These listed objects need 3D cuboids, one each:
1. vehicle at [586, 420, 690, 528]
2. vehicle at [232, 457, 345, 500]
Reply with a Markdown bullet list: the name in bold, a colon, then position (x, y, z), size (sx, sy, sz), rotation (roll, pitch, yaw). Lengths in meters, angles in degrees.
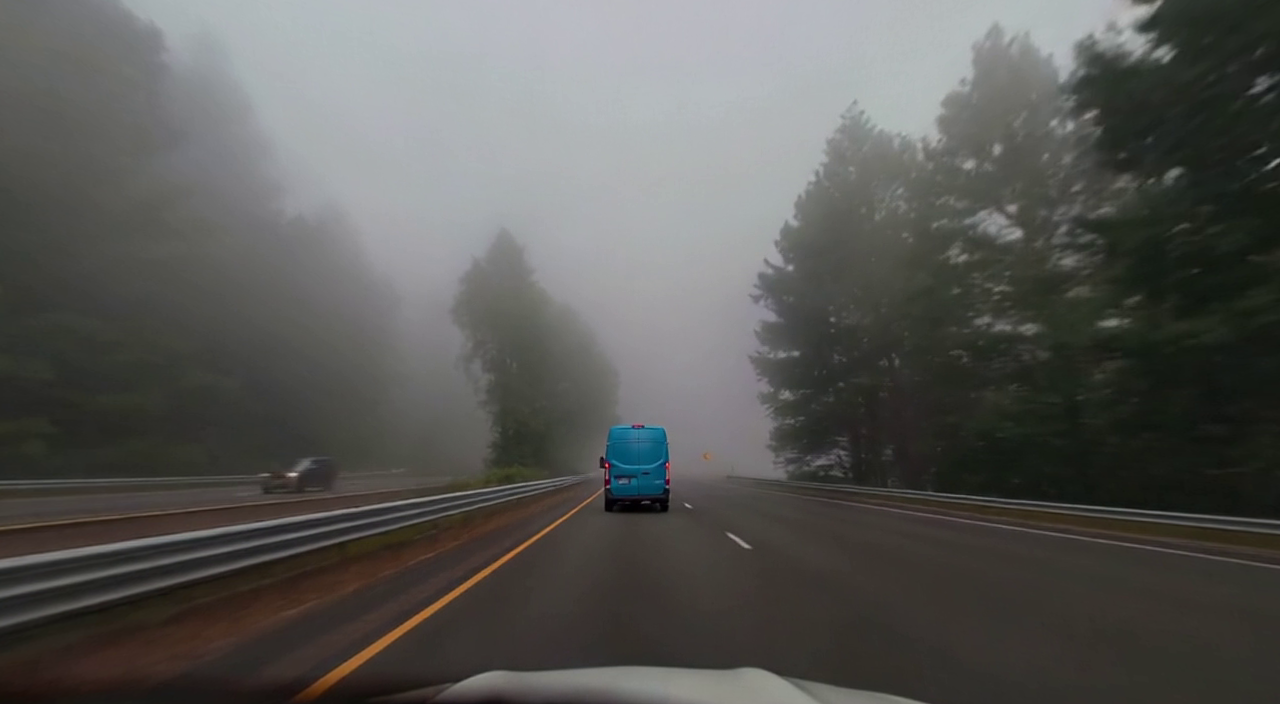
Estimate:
- **vehicle**: position (-0.151, 3.369, 17.647), size (2.375, 2.432, 6.161), rotation (1, -10, -2)
- **vehicle**: position (-13.733, 4.986, 24.996), size (1.940, 1.512, 4.590), rotation (1, -11, -2)
